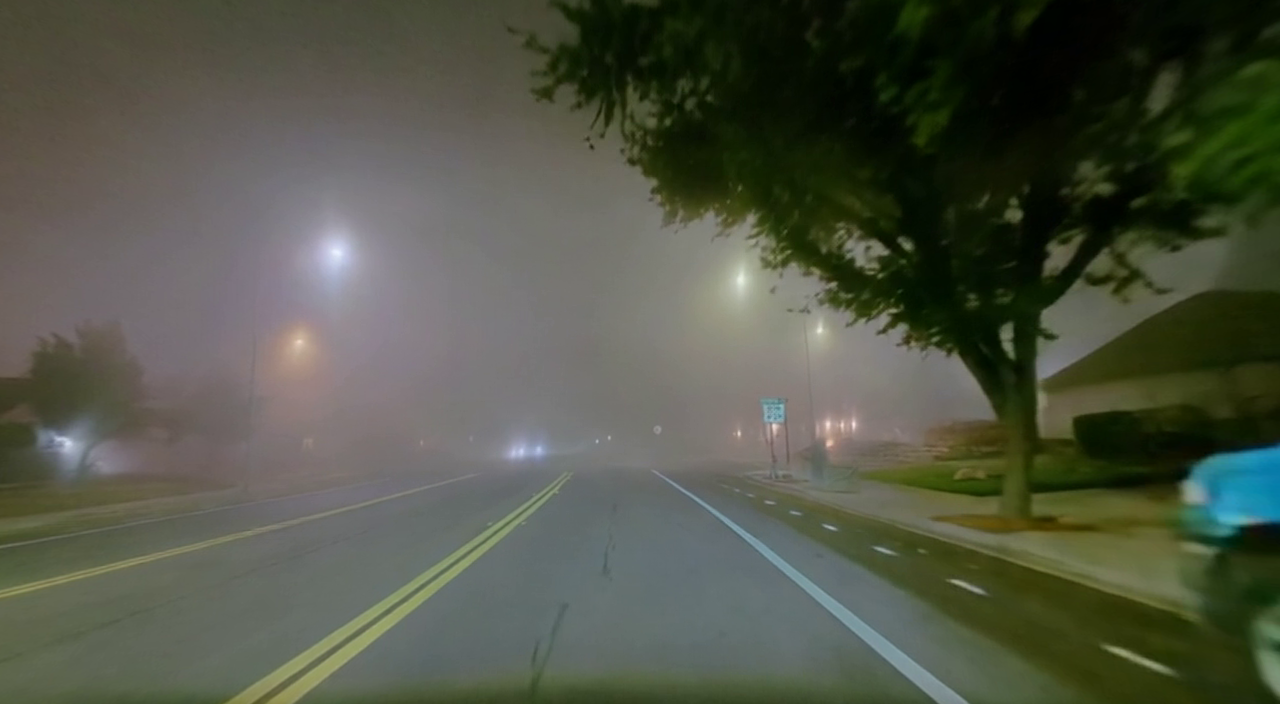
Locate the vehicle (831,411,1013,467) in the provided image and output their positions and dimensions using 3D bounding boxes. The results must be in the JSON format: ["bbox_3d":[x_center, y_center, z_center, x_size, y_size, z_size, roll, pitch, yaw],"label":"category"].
[{"bbox_3d":[10.956,3.438,24.940,5.949,2.092,2.570,0,-8,-3],"label":"vehicle"}]

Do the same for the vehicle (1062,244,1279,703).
[{"bbox_3d":[4.435,0.376,0.548,2.794,2.437,7.684,0,-8,0],"label":"vehicle"}]

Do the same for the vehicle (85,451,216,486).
[{"bbox_3d":[-26.504,6.306,34.398,5.067,1.792,2.217,1,-8,-10],"label":"vehicle"}]

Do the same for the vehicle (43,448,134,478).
[{"bbox_3d":[-41.548,8.327,47.805,2.216,2.031,5.521,1,-8,-5],"label":"vehicle"}]
